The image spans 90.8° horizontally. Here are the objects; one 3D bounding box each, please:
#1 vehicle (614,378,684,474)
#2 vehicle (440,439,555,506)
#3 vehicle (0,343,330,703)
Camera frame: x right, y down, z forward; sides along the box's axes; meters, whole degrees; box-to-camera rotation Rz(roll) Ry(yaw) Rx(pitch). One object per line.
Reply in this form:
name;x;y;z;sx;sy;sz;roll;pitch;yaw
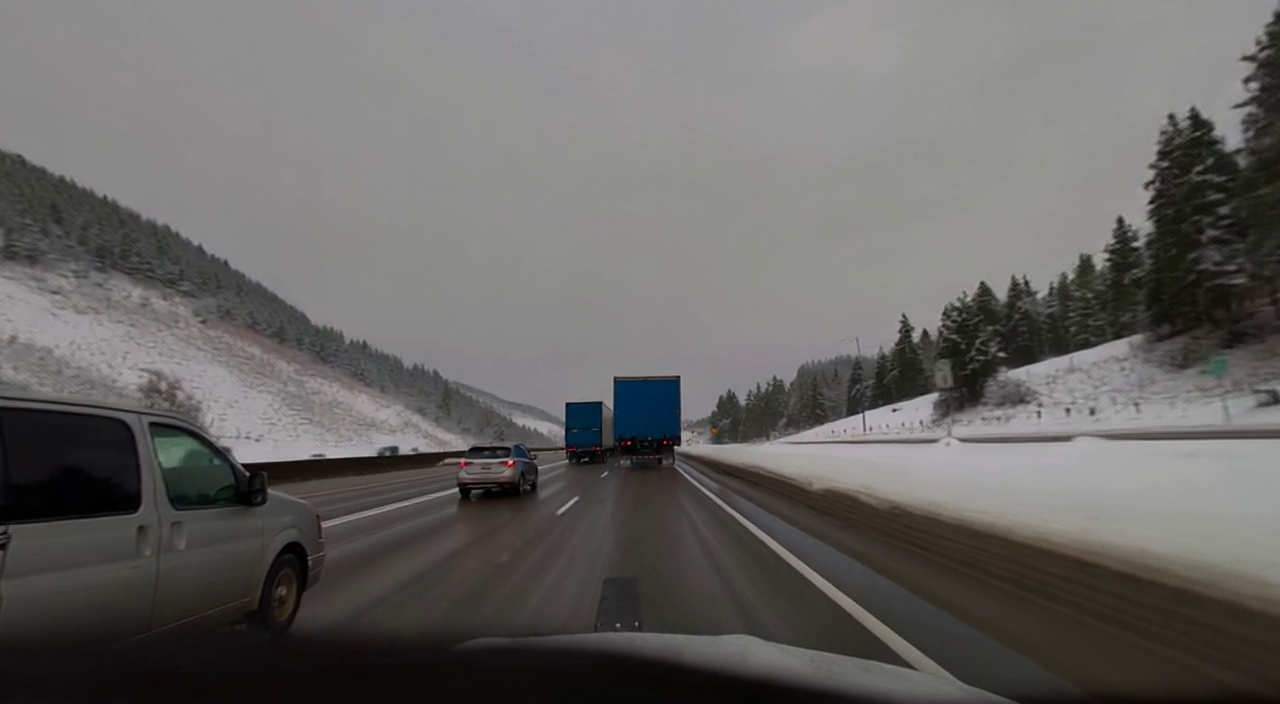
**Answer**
vehicle;0.523;3.869;32.086;2.913;3.988;10.874;-1;-8;1
vehicle;-3.451;2.975;16.174;1.950;1.446;4.224;-1;-8;0
vehicle;-3.813;0.918;3.030;2.136;1.779;4.875;-1;-8;1
